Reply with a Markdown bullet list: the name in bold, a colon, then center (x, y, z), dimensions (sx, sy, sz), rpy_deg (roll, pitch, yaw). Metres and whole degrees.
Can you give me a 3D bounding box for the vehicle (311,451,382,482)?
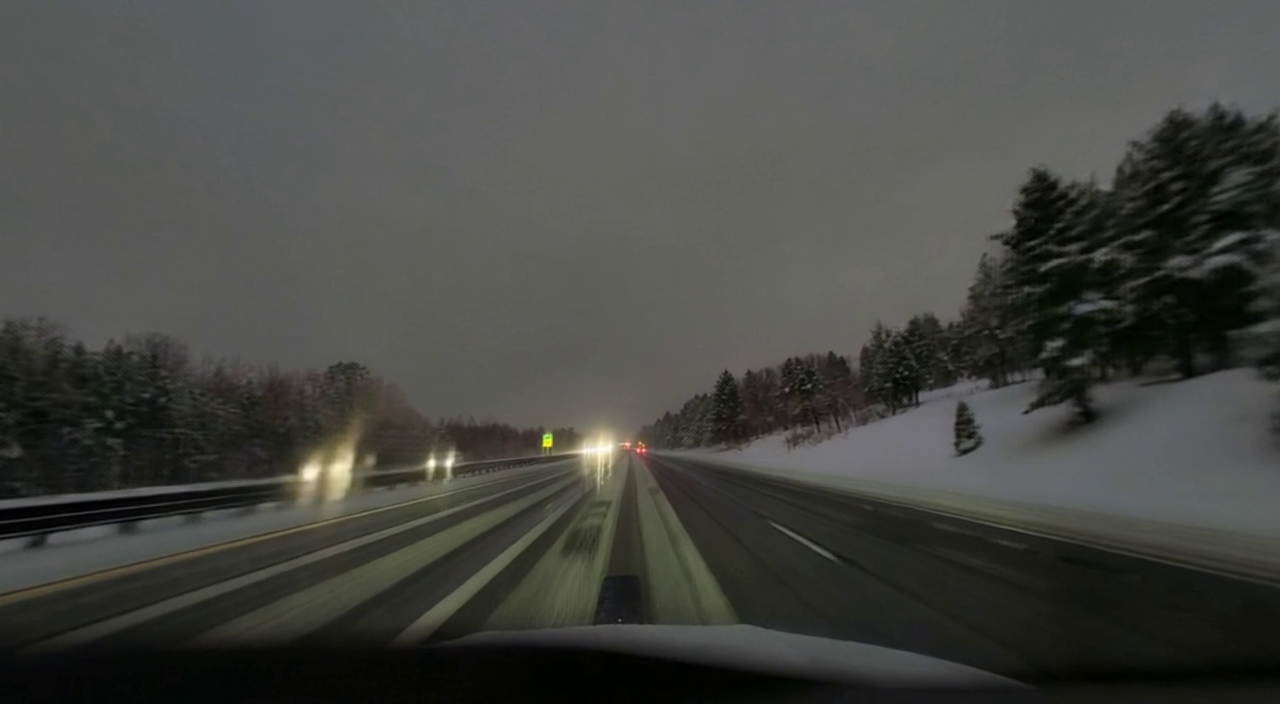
- **vehicle**: center (-16.316, 6.359, 35.083), dimensions (1.873, 1.572, 4.257), rpy_deg (-1, -9, 1)
